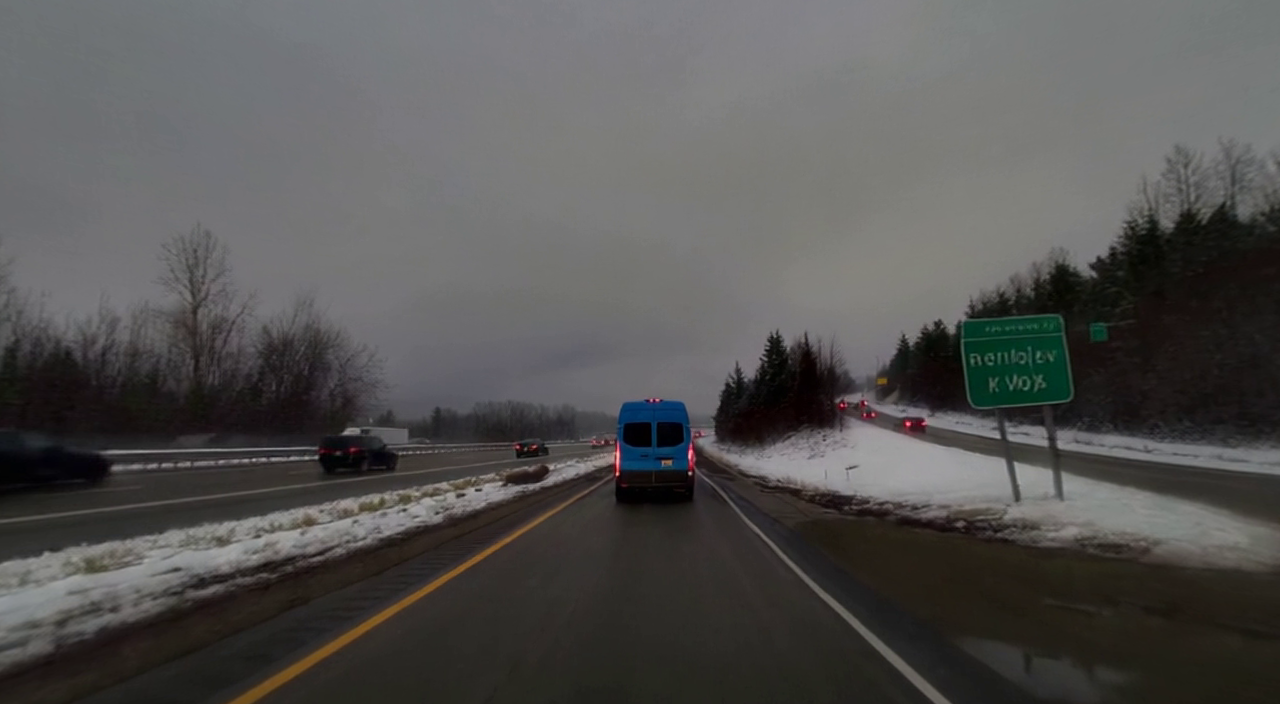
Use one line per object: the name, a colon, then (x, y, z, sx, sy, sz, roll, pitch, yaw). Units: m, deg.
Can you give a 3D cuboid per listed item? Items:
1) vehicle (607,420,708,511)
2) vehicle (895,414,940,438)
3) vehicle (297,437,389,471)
vehicle: (0.330, 2.637, 15.139, 2.043, 1.821, 4.558, 0, -8, 0)
vehicle: (20.747, 5.603, 47.410, 2.098, 1.654, 4.637, -2, -8, 11)
vehicle: (-15.955, 5.520, 34.293, 2.309, 1.683, 5.063, -1, -8, 3)
